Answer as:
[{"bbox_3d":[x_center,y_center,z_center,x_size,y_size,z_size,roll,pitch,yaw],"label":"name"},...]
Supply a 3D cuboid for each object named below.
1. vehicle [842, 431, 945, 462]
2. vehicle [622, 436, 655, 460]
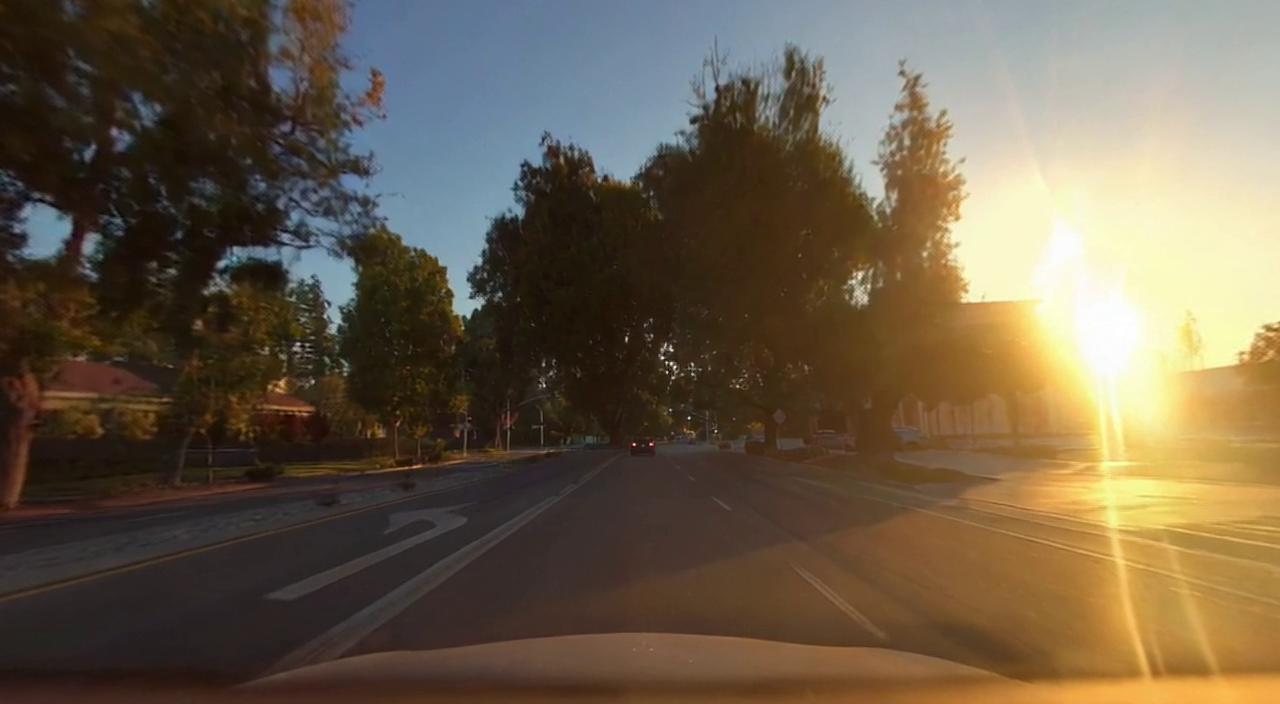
[{"bbox_3d":[14.004,5.187,34.909,5.001,1.554,1.961,-3,-9,31],"label":"vehicle"},{"bbox_3d":[-0.071,6.780,44.645,2.196,1.646,4.109,0,-8,2],"label":"vehicle"}]
